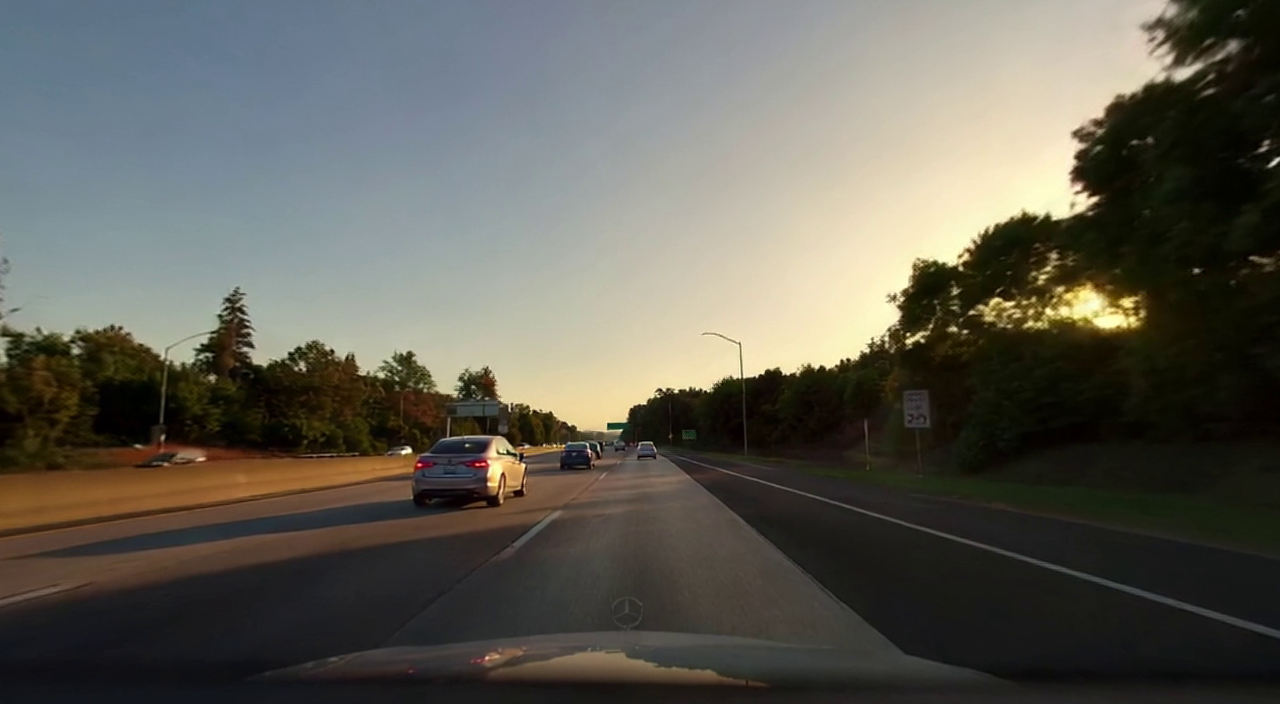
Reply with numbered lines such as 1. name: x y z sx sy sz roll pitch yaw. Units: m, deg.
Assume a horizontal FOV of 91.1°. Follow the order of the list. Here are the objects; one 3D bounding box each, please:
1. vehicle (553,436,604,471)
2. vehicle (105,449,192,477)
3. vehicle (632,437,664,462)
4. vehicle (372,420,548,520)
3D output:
1. vehicle: -3.026 5.117 31.874 2.056 1.679 4.204 0 -8 2
2. vehicle: -31.825 7.146 40.791 1.842 1.681 4.393 -1 -8 4
3. vehicle: 0.601 7.328 47.467 2.285 1.797 4.478 0 -8 0
4. vehicle: -3.422 2.360 13.198 2.040 1.672 5.122 0 -8 2
